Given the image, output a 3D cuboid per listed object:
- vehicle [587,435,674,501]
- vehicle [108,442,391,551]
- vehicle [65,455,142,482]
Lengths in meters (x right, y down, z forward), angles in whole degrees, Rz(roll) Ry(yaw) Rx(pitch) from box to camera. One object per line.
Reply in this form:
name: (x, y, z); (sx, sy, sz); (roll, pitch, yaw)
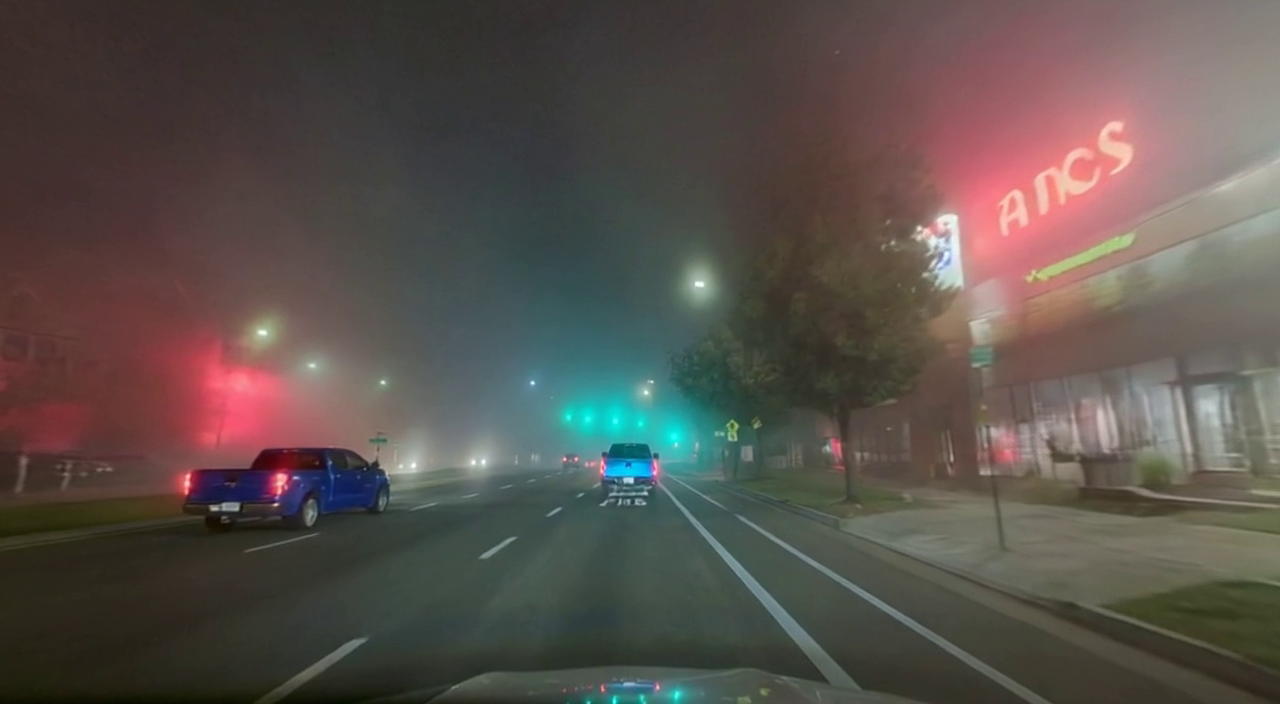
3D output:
vehicle: (-0.324, 3.933, 21.916); (2.590, 1.932, 5.776); (0, -9, -1)
vehicle: (-6.147, 2.283, 10.789); (1.888, 1.424, 4.553); (0, -9, 1)
vehicle: (-34.300, 7.448, 40.354); (4.460, 1.443, 1.918); (-7, -9, 24)
